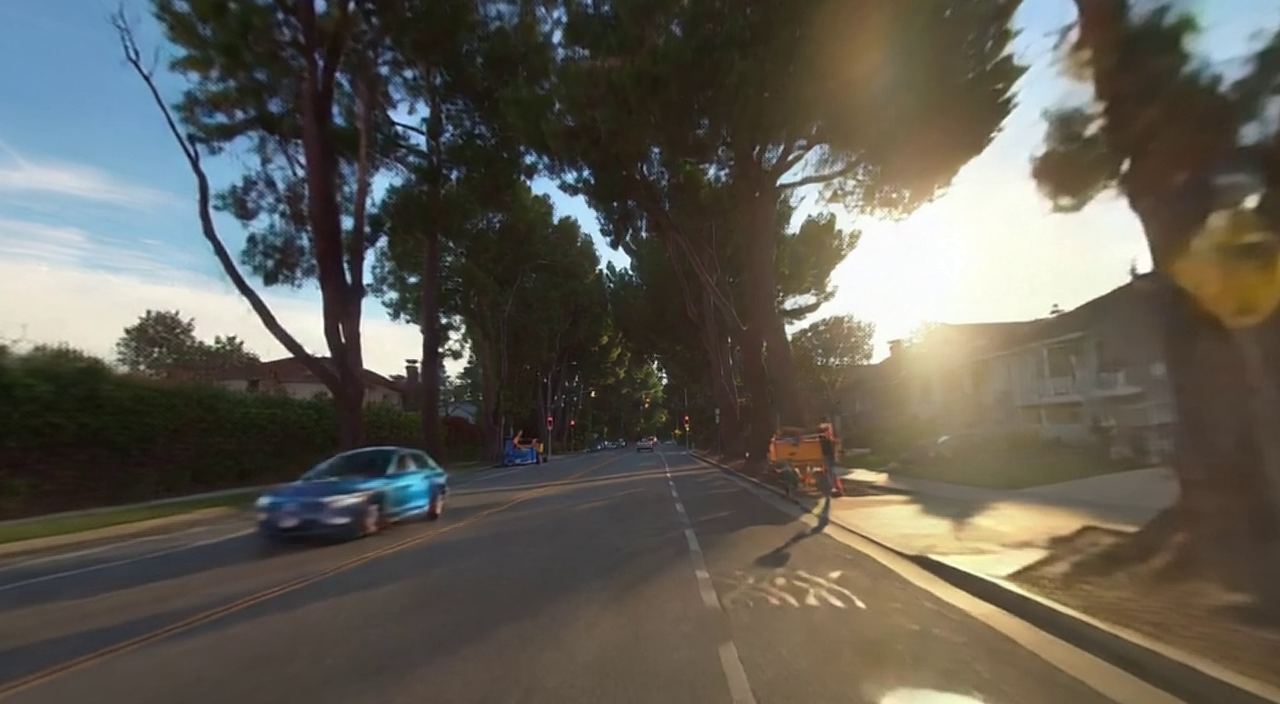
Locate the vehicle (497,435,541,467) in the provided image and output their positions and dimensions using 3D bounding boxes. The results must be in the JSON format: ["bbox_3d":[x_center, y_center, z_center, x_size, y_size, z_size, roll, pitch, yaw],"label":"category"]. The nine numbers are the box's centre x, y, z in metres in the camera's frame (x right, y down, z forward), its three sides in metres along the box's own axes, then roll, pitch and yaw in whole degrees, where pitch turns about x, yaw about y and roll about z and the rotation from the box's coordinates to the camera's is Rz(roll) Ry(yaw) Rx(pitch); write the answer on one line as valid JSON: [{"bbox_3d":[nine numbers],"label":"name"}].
[{"bbox_3d":[-8.450,6.926,44.419,1.998,1.814,4.559,-4,-6,1],"label":"vehicle"}]

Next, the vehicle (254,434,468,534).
[{"bbox_3d":[-4.973,2.366,12.135,1.927,1.521,4.571,-1,-8,2],"label":"vehicle"}]
